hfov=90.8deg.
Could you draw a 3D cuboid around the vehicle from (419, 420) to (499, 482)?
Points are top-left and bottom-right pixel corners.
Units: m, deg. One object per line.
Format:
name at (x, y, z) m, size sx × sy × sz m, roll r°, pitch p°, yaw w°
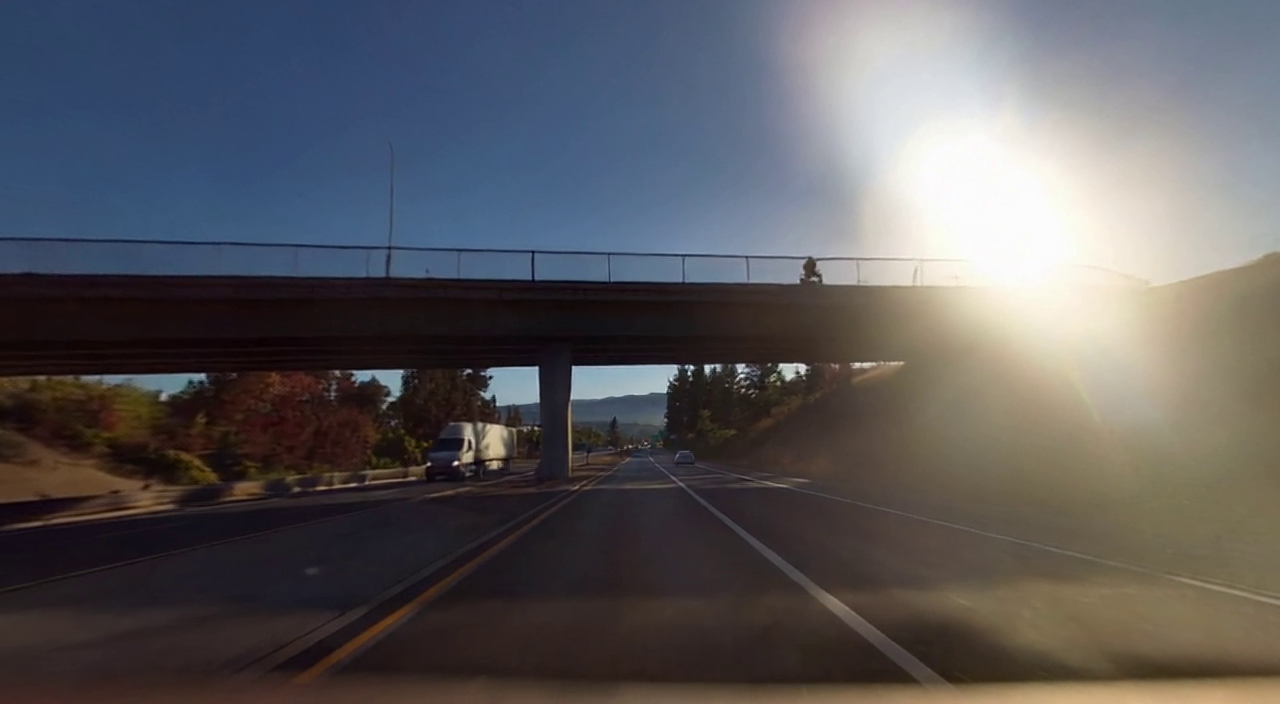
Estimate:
vehicle at (-13.107, 7.323, 46.797) m, size 3.038 × 4.027 × 9.826 m, roll 0°, pitch -9°, yaw 0°
